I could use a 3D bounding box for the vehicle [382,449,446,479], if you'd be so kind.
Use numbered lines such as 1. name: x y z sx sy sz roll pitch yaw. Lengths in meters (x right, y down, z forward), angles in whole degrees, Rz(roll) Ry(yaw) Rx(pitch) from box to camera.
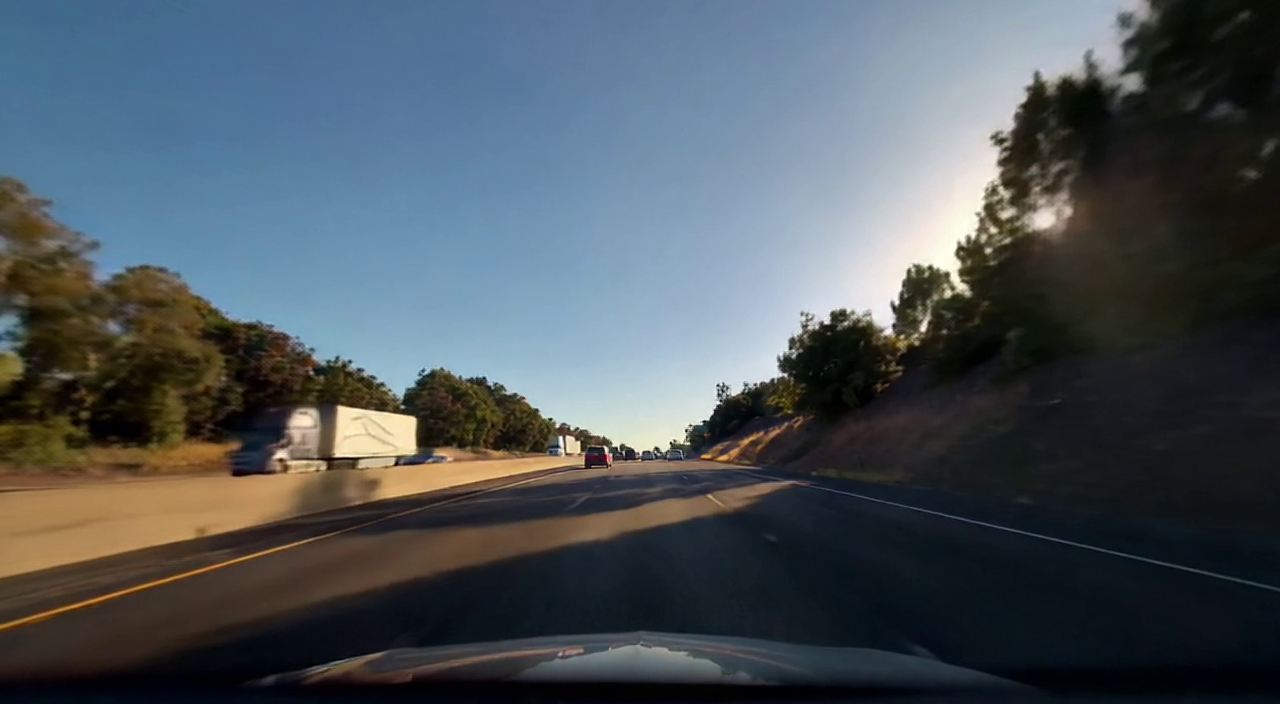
1. vehicle: -11.990 5.918 33.659 1.823 1.483 4.059 0 -9 1

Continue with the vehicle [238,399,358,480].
1. vehicle: -18.741 4.903 35.082 3.022 4.046 5.998 0 -9 1

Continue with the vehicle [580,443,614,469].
1. vehicle: -3.078 7.543 45.799 2.143 1.770 4.283 0 -9 1

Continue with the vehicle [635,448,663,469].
1. vehicle: 0.696 8.168 48.659 2.036 1.519 4.225 0 -9 0
